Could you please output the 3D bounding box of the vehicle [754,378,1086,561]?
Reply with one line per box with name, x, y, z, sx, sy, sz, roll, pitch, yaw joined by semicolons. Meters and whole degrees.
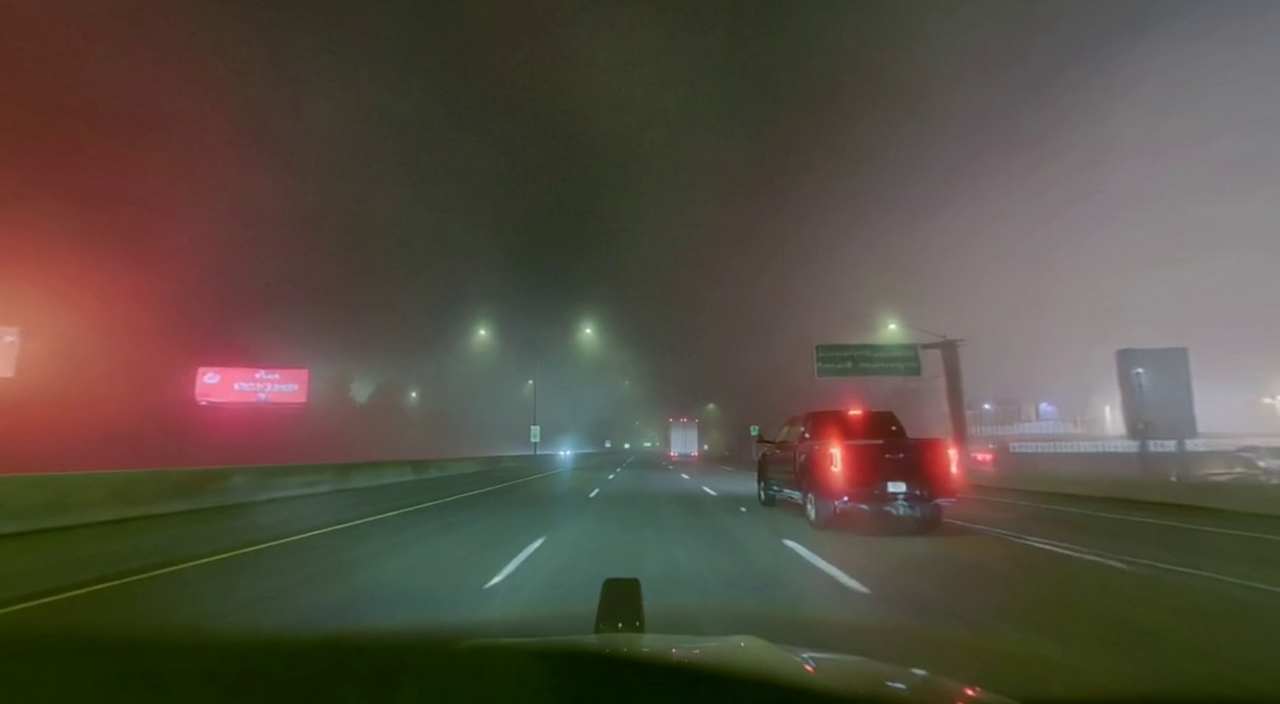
vehicle;3.872;1.874;10.645;2.740;2.157;6.300;0;-9;0
